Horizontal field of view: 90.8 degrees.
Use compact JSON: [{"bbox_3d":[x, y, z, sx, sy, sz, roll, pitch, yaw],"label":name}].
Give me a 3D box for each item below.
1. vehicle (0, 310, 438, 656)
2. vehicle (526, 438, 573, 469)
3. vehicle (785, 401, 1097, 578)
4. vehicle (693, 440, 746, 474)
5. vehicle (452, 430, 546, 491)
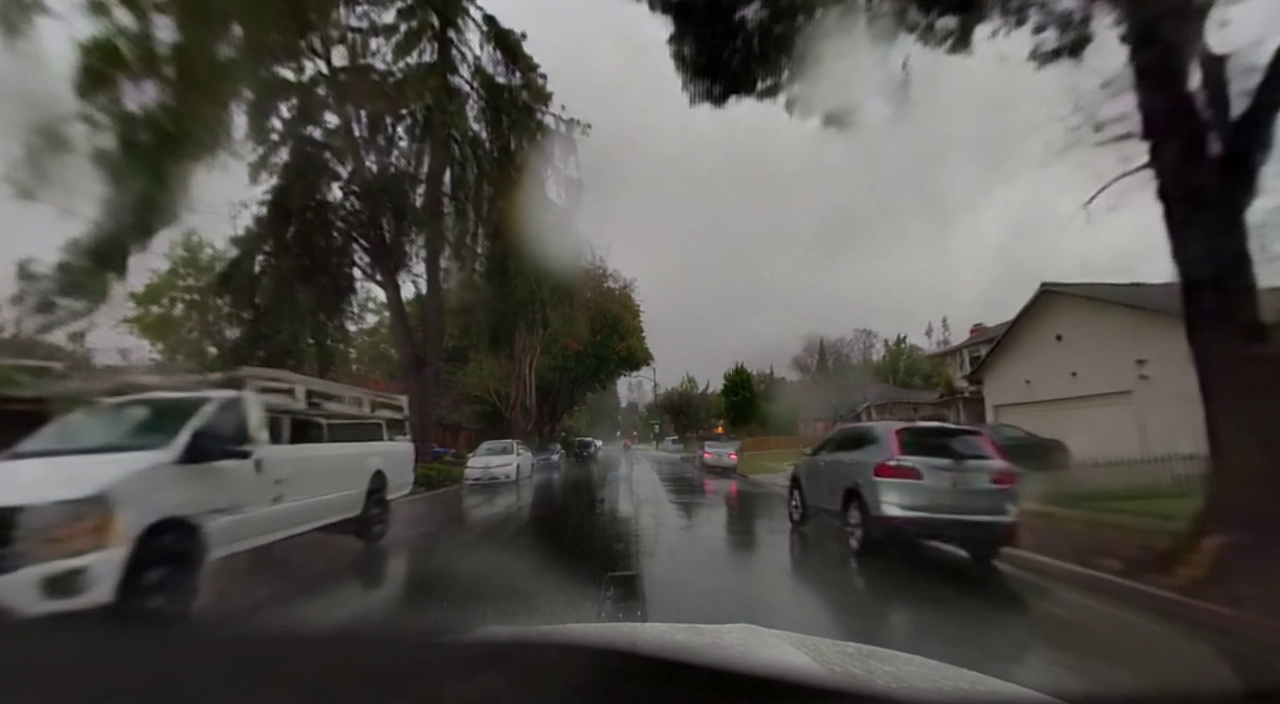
[{"bbox_3d":[-4.779,1.300,7.789,2.476,2.434,6.543,-1,-7,0],"label":"vehicle"},{"bbox_3d":[-5.042,5.706,35.769,1.887,1.660,4.312,0,-8,1],"label":"vehicle"},{"bbox_3d":[3.578,1.718,8.673,2.082,1.790,4.330,0,-8,-1],"label":"vehicle"},{"bbox_3d":[3.668,4.912,29.864,1.945,1.495,3.983,0,-8,0],"label":"vehicle"},{"bbox_3d":[-4.743,3.660,22.076,2.140,1.815,4.926,0,-7,0],"label":"vehicle"}]
